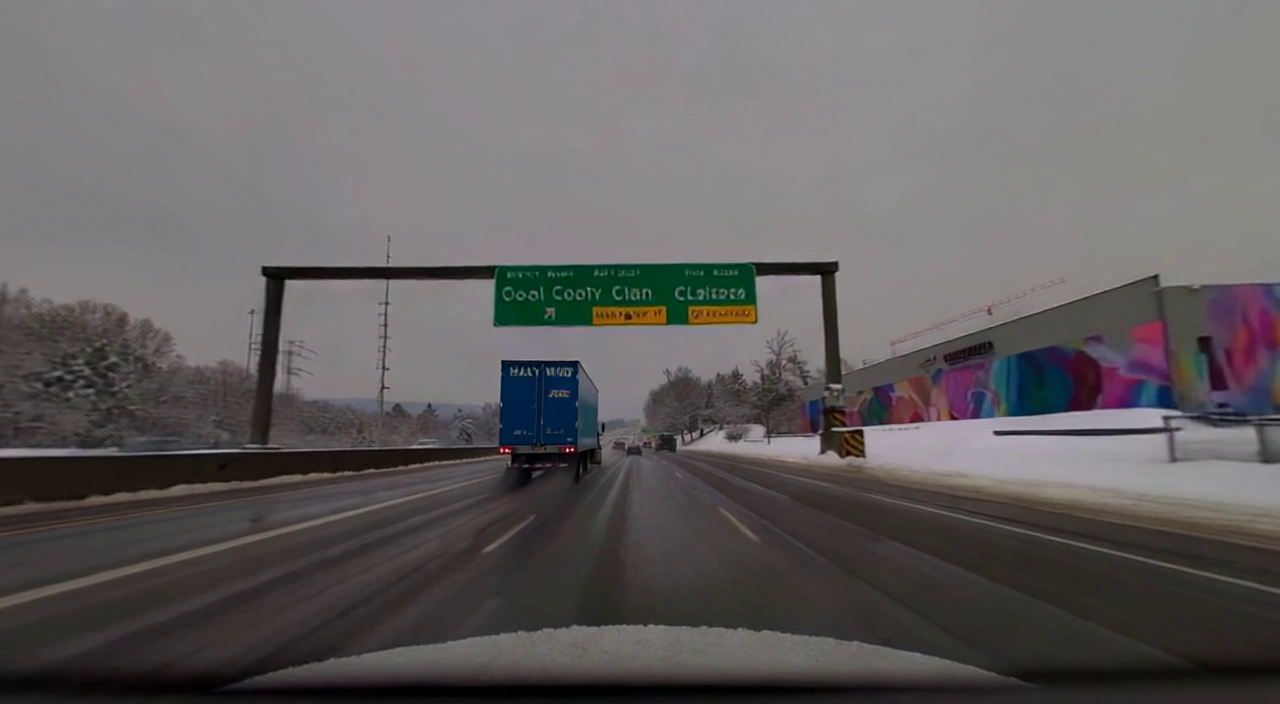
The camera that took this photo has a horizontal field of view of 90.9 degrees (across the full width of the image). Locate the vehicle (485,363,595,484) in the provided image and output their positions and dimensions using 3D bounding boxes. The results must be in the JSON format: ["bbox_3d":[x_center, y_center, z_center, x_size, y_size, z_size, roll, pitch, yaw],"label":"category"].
[{"bbox_3d":[-3.746,2.946,26.142,2.977,4.048,8.890,2,-6,0],"label":"vehicle"}]

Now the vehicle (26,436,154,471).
[{"bbox_3d":[-25.821,4.779,29.888,1.807,1.531,4.576,0,-8,2],"label":"vehicle"}]
